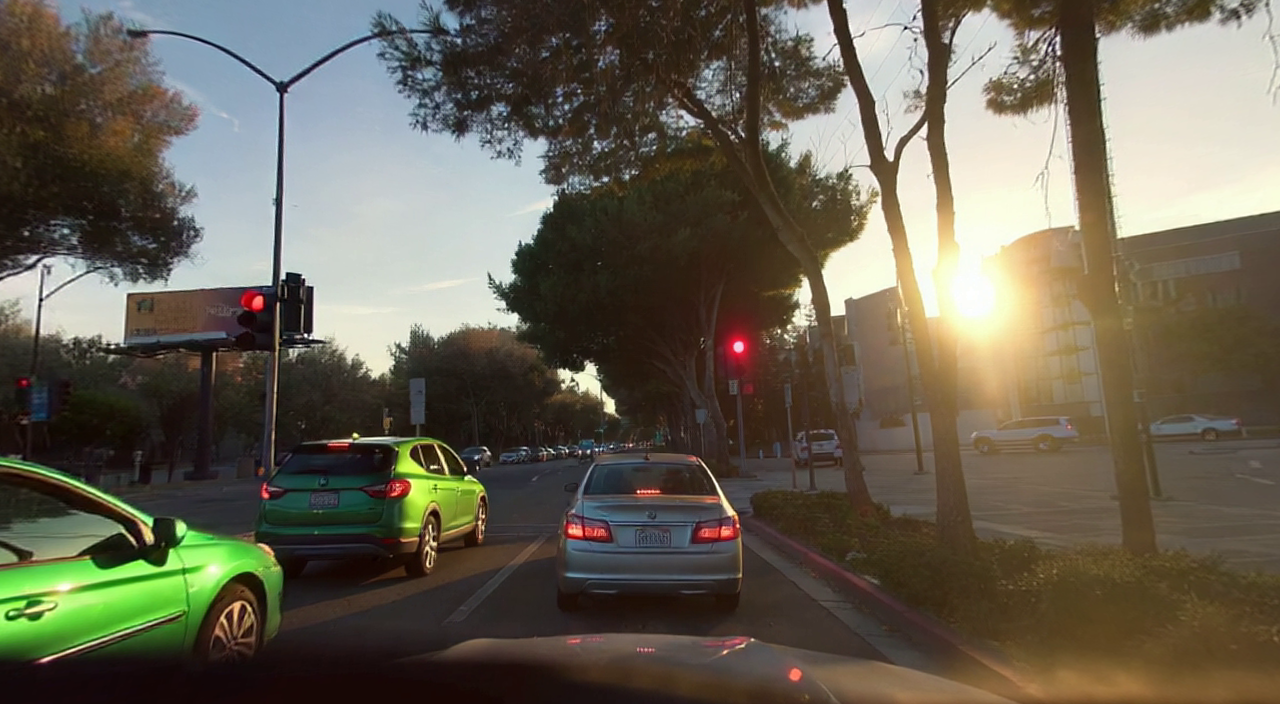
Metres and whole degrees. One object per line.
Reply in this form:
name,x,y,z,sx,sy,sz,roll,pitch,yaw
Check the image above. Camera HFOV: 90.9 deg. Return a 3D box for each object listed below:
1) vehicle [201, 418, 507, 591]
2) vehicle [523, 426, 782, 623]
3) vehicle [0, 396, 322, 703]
vehicle,-3.176,1.783,8.134,1.950,1.628,4.082,-1,-9,1
vehicle,0.025,1.586,6.615,1.977,1.467,3.474,0,-9,-2
vehicle,-3.158,0.959,2.404,1.808,1.520,3.846,-1,-9,1
